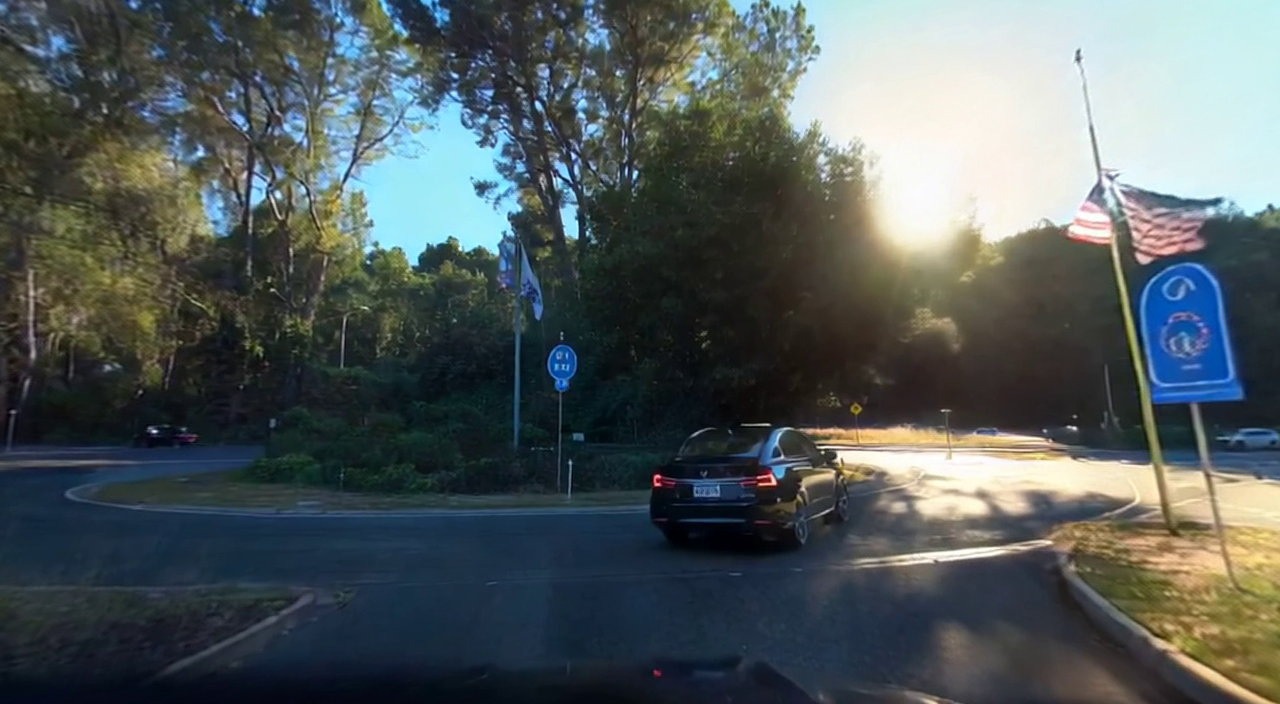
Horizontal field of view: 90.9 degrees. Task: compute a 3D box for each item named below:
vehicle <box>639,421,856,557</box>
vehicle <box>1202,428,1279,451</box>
[{"bbox_3d":[1.874,1.991,9.836,2.078,1.607,4.010,-5,-10,29],"label":"vehicle"},{"bbox_3d":[44.131,6.433,46.071,4.045,1.569,1.781,-2,-9,10],"label":"vehicle"}]
